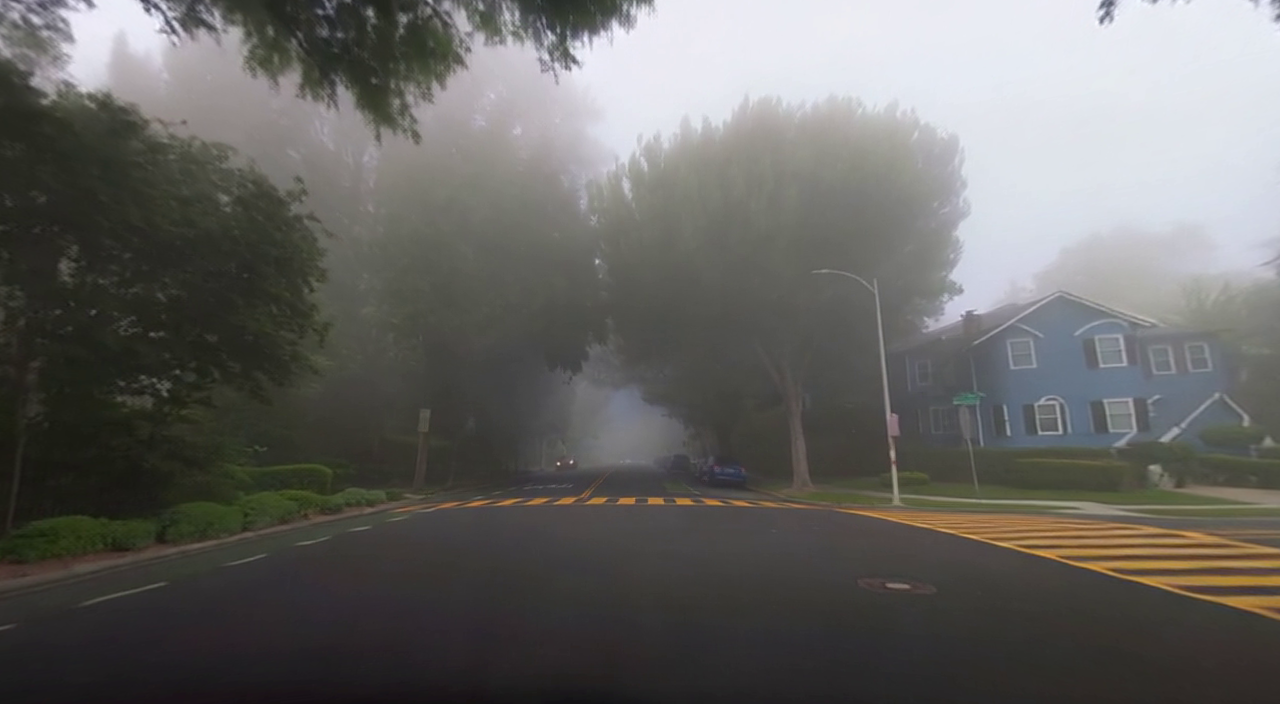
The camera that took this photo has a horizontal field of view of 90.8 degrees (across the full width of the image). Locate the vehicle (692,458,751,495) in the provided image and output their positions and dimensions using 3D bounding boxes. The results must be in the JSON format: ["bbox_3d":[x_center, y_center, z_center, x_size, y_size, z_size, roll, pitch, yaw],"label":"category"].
[{"bbox_3d":[3.627,5.652,28.993,1.961,1.472,4.434,0,-9,-2],"label":"vehicle"}]
